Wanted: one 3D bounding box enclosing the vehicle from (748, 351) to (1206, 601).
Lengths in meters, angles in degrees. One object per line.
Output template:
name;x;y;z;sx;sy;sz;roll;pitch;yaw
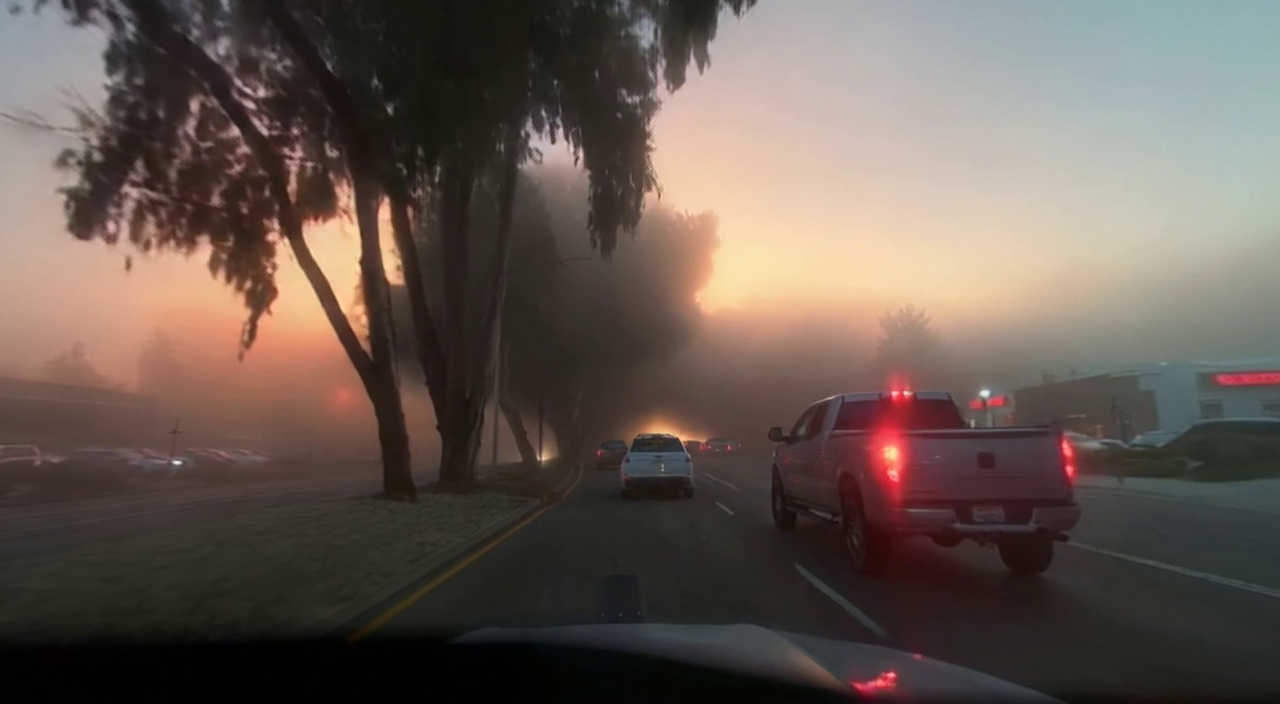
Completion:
vehicle;3.367;1.486;8.412;2.731;2.101;6.047;0;-8;0

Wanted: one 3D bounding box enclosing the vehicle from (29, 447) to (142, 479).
vehicle;-28.065;5.620;31.964;3.894;1.527;1.872;-1;-10;-1

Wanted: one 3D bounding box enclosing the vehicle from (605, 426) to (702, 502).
vehicle;0.298;2.768;15.887;2.145;1.650;4.021;0;-8;0

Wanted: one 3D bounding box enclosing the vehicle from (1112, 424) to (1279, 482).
vehicle;18.224;3.294;20.744;1.974;1.678;4.213;1;-8;-1

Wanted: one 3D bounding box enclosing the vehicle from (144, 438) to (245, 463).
vehicle;-32.520;7.201;46.089;5.603;1.772;2.150;1;-9;-2
